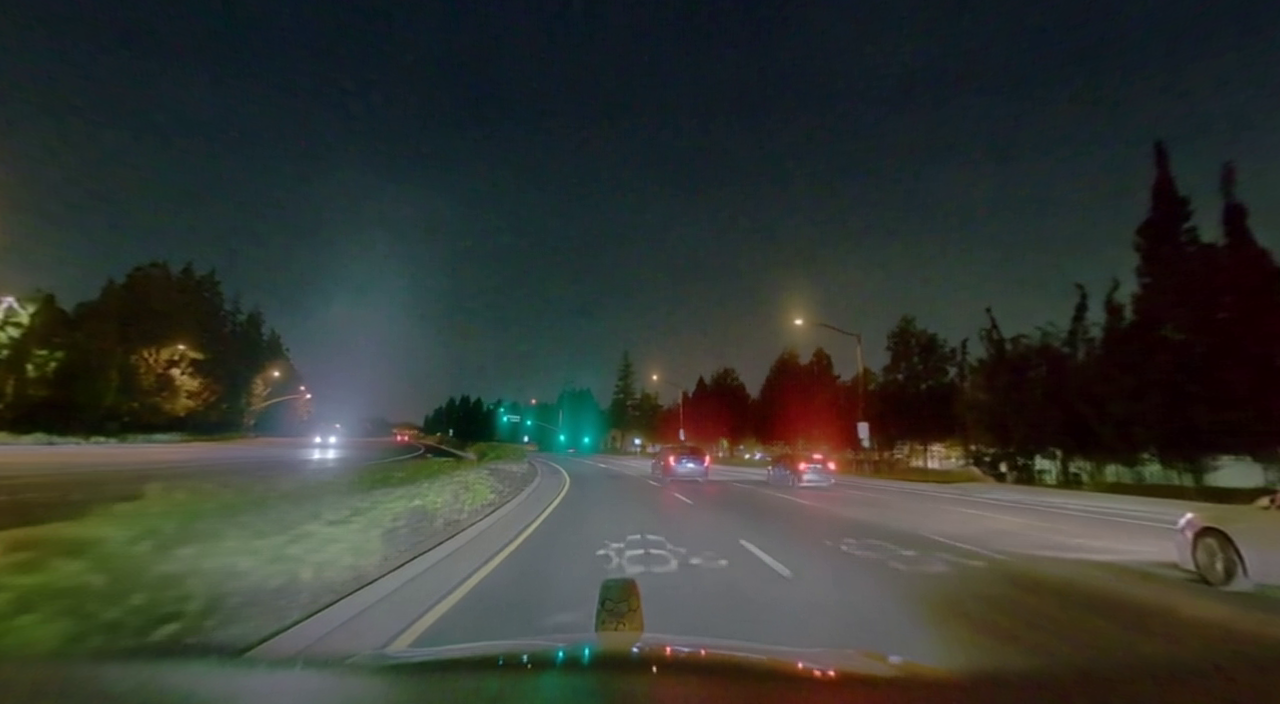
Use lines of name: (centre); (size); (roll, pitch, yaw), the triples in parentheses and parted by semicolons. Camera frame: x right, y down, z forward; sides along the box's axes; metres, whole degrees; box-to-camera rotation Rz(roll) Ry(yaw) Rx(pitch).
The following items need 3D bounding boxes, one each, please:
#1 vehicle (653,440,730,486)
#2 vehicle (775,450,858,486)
vehicle: (1.936, 4.388, 25.409); (2.122, 1.646, 4.525); (1, -9, -8)
vehicle: (7.978, 5.268, 29.069); (1.940, 1.460, 4.652); (1, -9, -8)
